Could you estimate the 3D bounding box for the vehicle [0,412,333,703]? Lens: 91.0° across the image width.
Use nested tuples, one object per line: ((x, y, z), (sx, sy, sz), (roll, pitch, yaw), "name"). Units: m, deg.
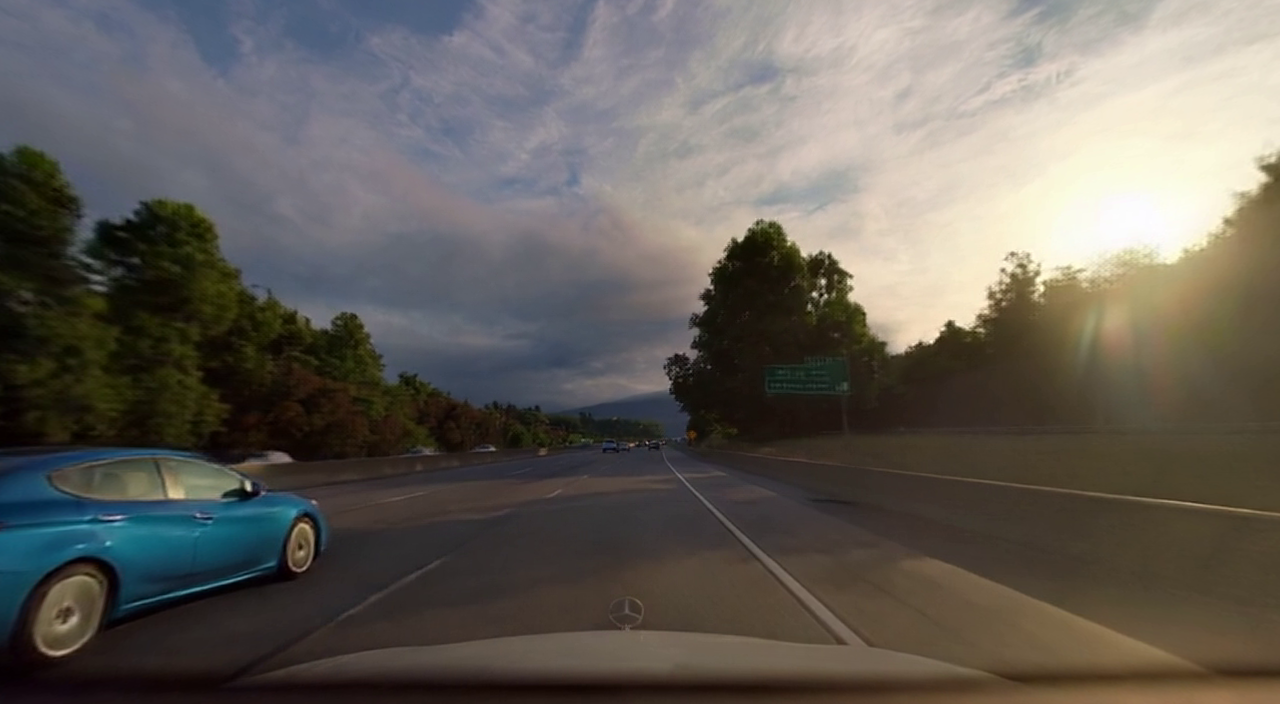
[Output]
((-4.154, 1.174, 4.075), (1.996, 1.454, 4.495), (0, -8, 1), "vehicle")
